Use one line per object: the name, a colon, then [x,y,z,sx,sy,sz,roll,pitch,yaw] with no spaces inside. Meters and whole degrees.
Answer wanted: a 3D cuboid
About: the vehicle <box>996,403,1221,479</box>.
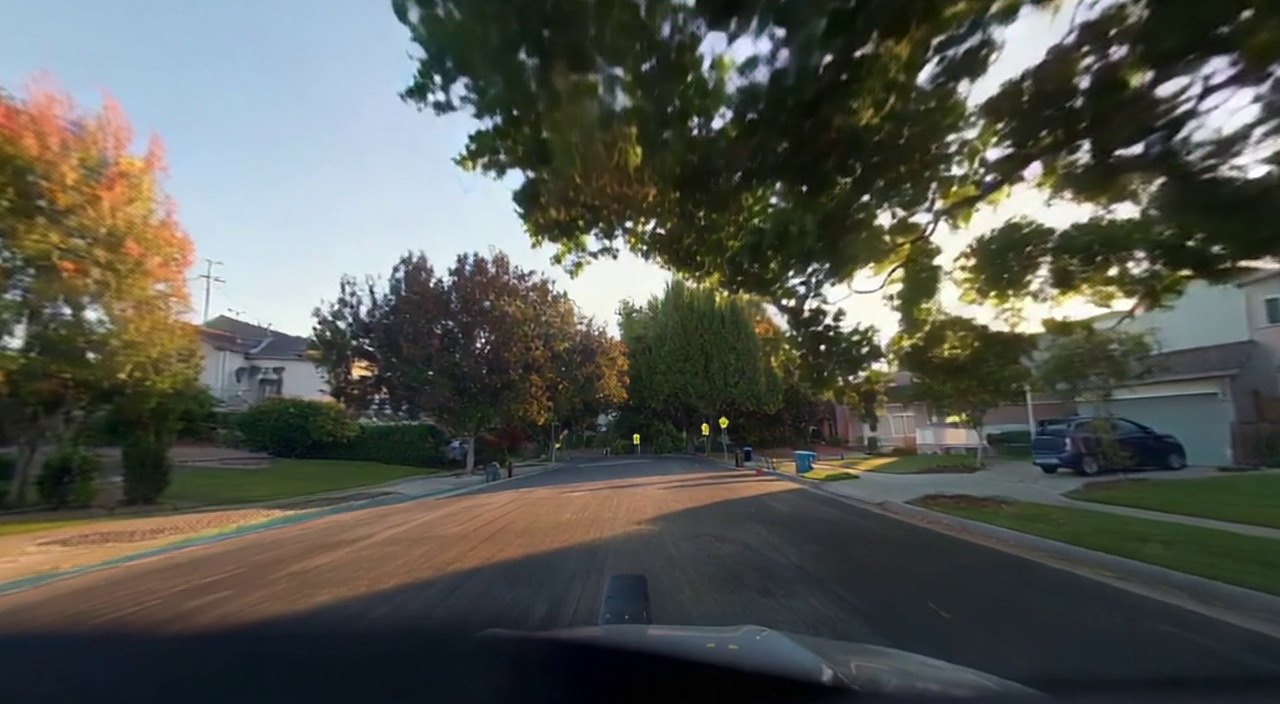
vehicle: [12.376,2.391,16.838,4.581,1.853,2.024,2,-8,-7]
